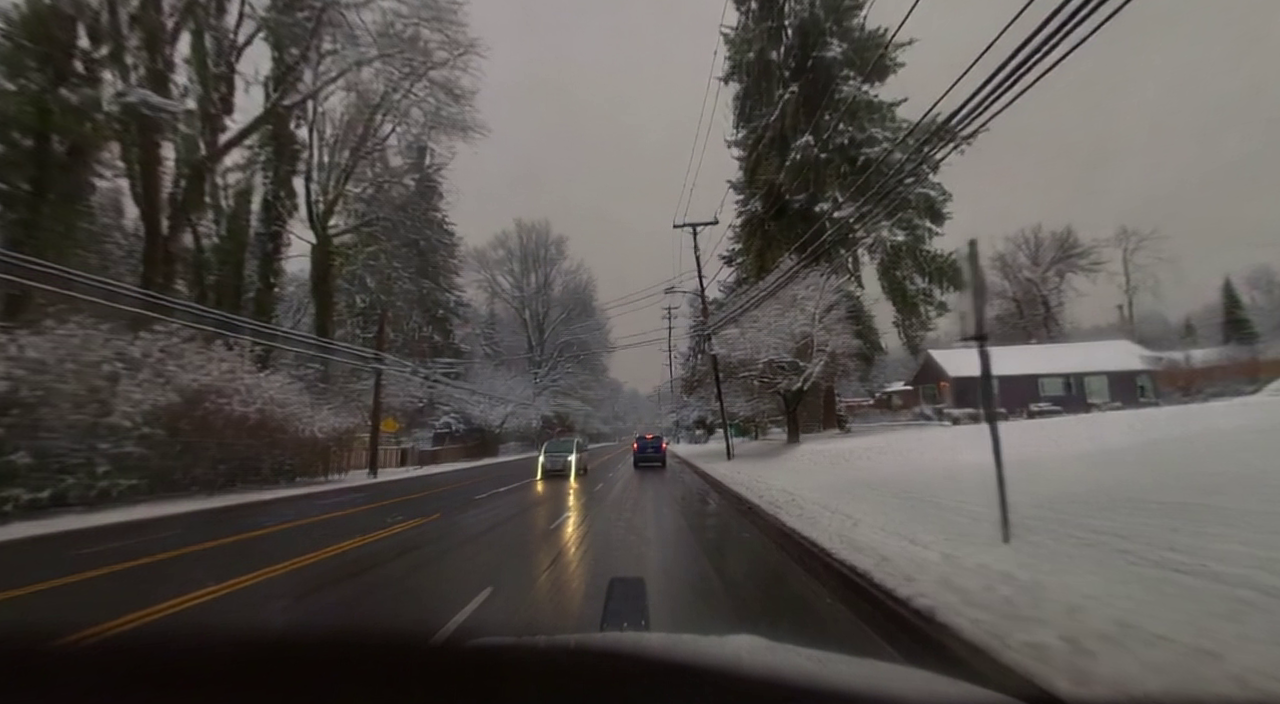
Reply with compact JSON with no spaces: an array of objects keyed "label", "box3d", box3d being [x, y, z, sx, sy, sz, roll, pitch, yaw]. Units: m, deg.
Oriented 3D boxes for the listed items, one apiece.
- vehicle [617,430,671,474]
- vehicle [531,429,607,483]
[{"label":"vehicle","box3d":[0.154,4.216,26.750,2.120,1.718,3.909,0,-9,0]},{"label":"vehicle","box3d":[-2.446,3.753,22.958,2.157,1.765,4.303,-1,-9,2]}]
